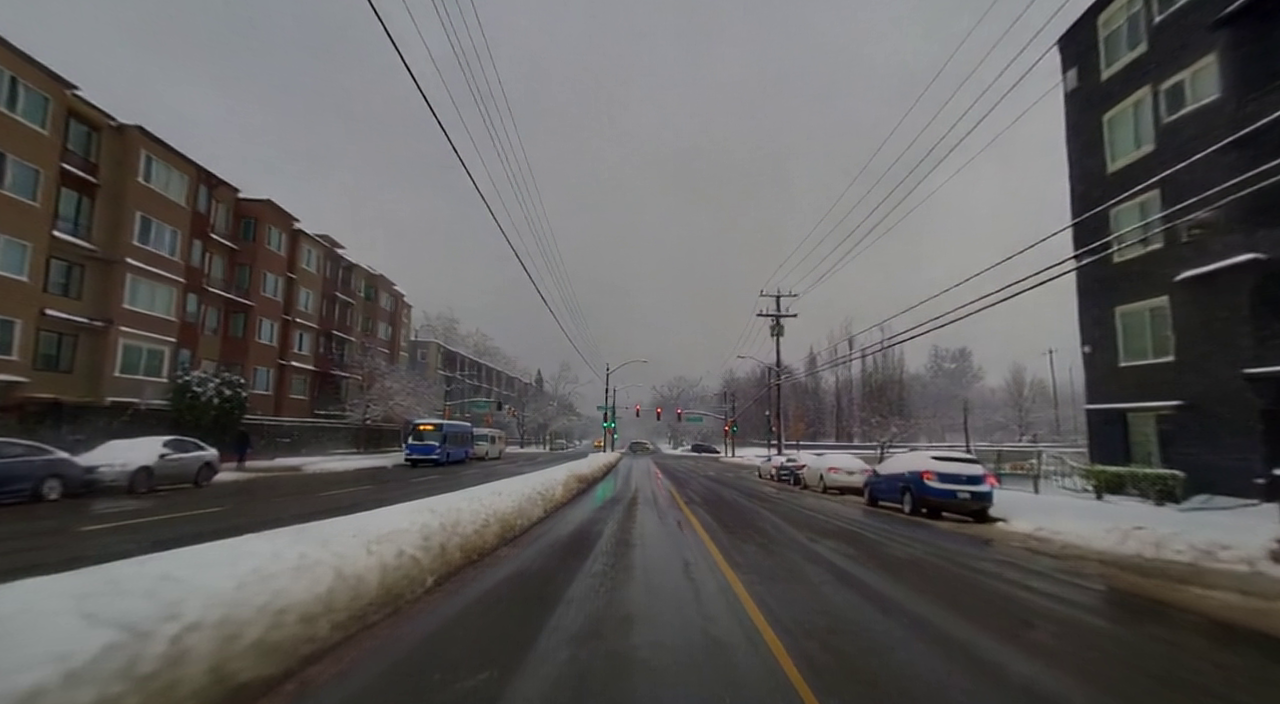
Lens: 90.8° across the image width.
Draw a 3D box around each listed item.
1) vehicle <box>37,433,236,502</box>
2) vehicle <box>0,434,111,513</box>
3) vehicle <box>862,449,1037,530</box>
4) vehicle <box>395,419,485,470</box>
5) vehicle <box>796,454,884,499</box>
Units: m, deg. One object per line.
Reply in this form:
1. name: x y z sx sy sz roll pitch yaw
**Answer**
1. vehicle: -14.594 3.338 18.816 2.107 1.771 4.871 0 -8 -4
2. vehicle: -14.525 2.585 13.482 2.124 1.626 4.908 0 -8 1
3. vehicle: 7.728 3.420 16.449 2.143 1.731 4.781 0 -8 0
4. vehicle: -14.296 6.790 46.406 3.060 3.307 9.997 0 -8 2
5. vehicle: 7.768 4.863 25.066 1.997 1.517 4.755 0 -8 1
